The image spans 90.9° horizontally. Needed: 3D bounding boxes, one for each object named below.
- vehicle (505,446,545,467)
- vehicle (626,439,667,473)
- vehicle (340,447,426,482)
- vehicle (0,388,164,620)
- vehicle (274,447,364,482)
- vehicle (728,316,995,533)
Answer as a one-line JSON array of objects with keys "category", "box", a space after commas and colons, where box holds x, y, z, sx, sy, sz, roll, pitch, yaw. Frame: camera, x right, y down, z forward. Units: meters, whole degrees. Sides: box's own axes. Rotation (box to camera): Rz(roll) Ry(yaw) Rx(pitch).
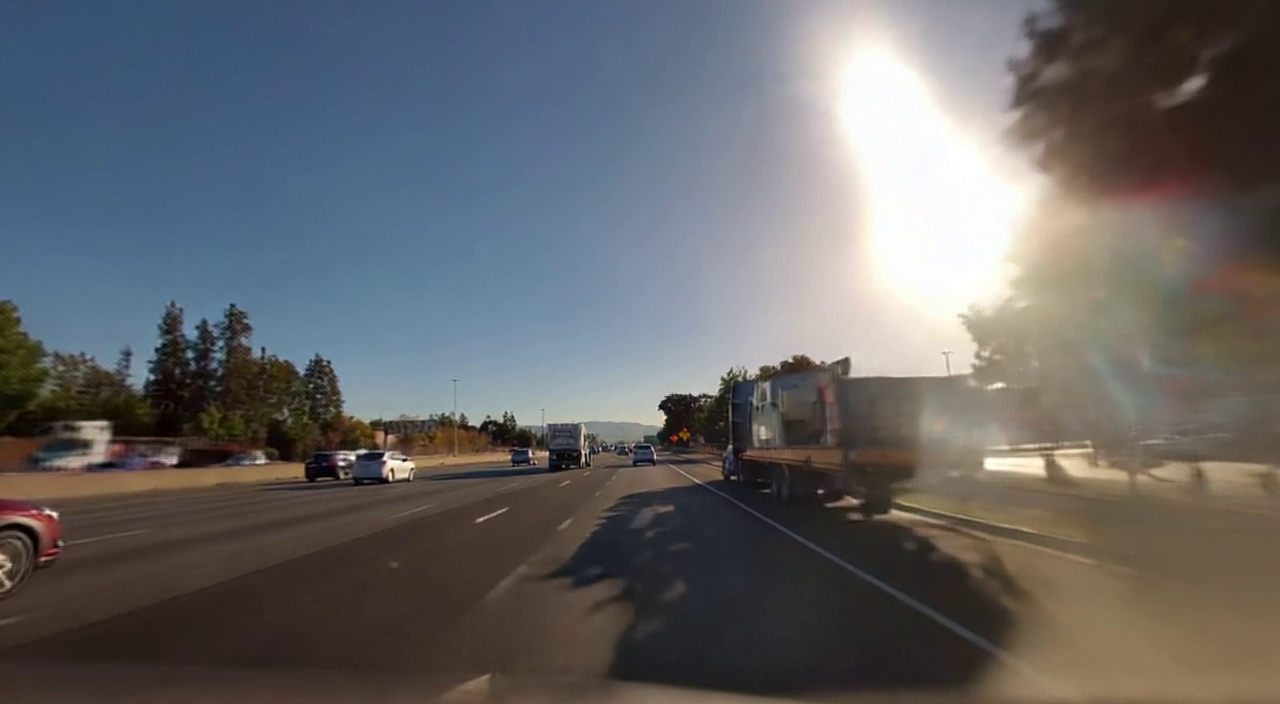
[{"category": "vehicle", "box": [-8.570, 7.841, 47.358, 1.929, 1.477, 4.746, -1, -8, 2]}, {"category": "vehicle", "box": [0.375, 6.003, 36.701, 2.227, 1.794, 4.646, 0, -8, 1]}, {"category": "vehicle", "box": [-12.084, 5.310, 30.037, 1.928, 1.480, 4.823, -1, -8, 2]}, {"category": "vehicle", "box": [-6.130, 1.084, 4.201, 2.200, 1.793, 4.586, 0, -8, 2]}, {"category": "vehicle", "box": [-15.737, 5.499, 31.201, 1.885, 1.591, 4.599, -1, -8, 2]}, {"category": "vehicle", "box": [4.794, 2.159, 17.300, 2.801, 3.732, 11.836, -4, -9, 0]}]
